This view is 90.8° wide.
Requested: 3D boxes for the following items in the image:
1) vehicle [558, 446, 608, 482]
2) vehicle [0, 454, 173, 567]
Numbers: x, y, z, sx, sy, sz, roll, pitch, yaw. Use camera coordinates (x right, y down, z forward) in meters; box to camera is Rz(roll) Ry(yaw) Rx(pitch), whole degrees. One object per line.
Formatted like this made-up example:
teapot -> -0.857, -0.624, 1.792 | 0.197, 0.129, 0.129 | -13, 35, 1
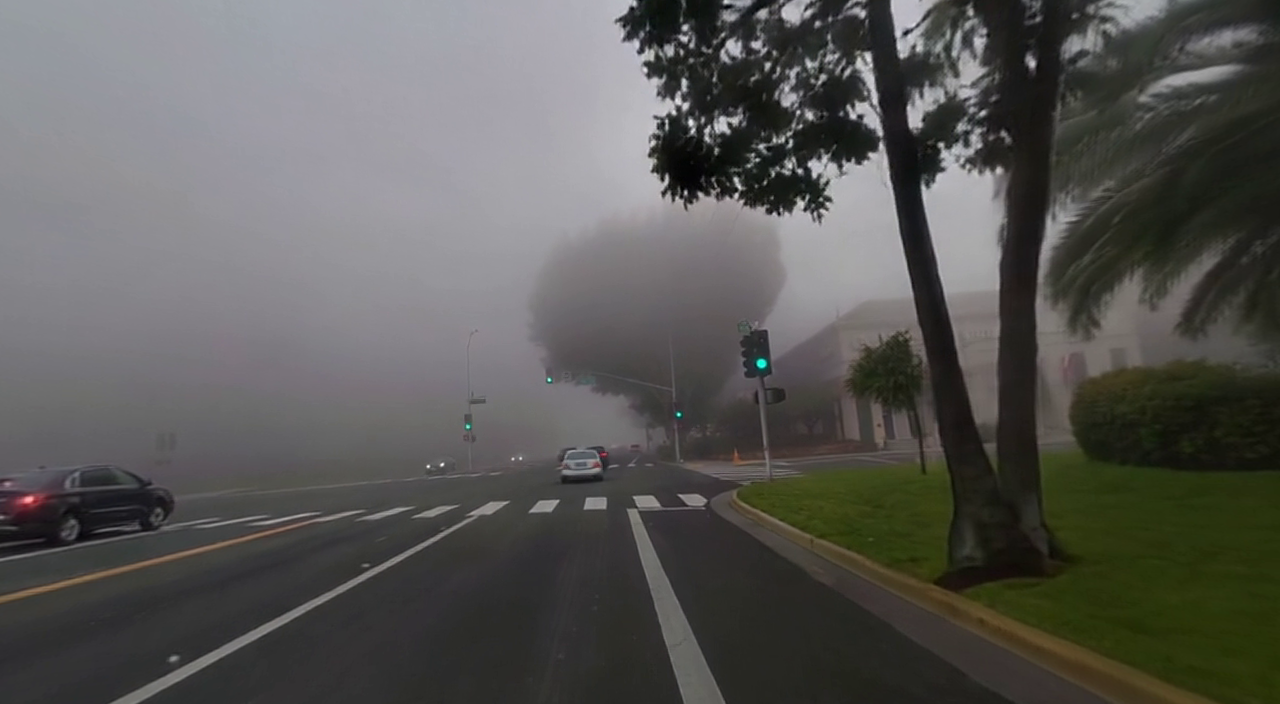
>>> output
vehicle -> -2.515, 5.022, 28.746 | 2.063, 1.474, 4.334 | 0, -8, -2
vehicle -> -11.721, 2.892, 12.071 | 2.050, 1.811, 4.752 | 0, -8, -2
